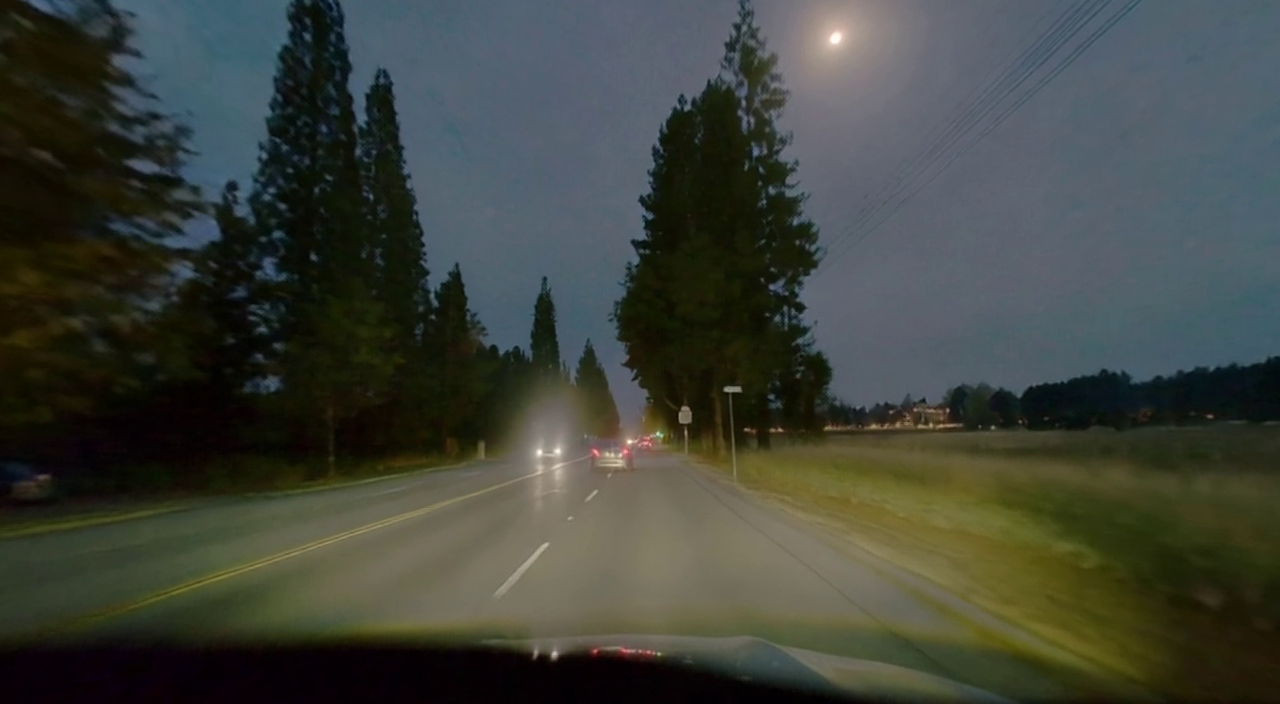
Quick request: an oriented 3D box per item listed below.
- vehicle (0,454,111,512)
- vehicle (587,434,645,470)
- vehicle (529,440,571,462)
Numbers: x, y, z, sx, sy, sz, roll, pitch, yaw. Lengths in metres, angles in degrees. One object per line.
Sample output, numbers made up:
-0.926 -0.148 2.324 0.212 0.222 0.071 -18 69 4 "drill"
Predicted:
-18.214 3.627 17.659 4.916 1.474 2.008 0 -8 0 "vehicle"
-0.982 4.463 28.279 2.153 1.461 4.374 -1 -8 3 "vehicle"
-6.220 6.865 43.995 2.142 1.436 4.612 -1 -8 2 "vehicle"
